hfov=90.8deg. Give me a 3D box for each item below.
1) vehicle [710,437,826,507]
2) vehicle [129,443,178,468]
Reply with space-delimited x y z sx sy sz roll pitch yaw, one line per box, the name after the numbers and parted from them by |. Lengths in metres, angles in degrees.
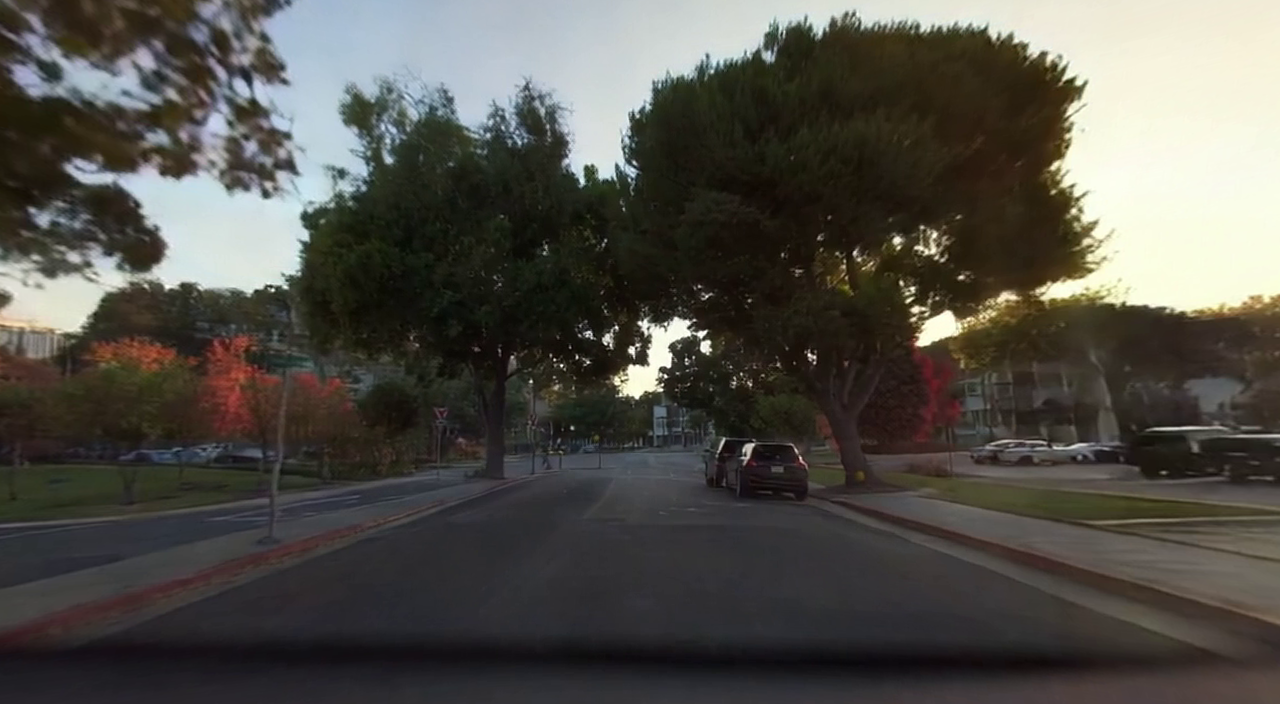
3.113 3.028 16.417 2.064 1.532 4.596 0 -9 0 | vehicle
-36.943 7.829 47.922 2.419 1.687 4.157 9 -11 -42 | vehicle
